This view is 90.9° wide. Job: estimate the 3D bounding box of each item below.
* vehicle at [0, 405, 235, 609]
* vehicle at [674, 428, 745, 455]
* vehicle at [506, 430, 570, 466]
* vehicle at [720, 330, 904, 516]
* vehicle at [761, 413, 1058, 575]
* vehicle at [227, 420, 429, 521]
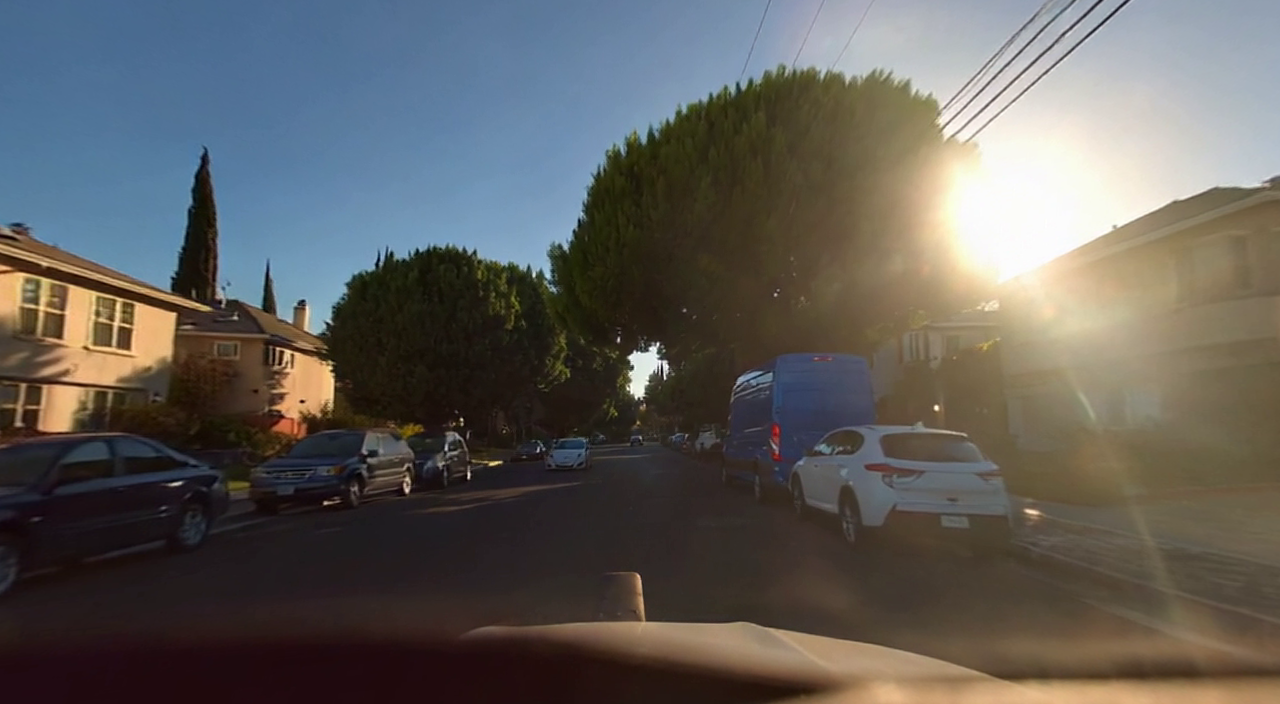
[{"bbox_3d":[-5.804,1.373,5.962,1.734,1.549,3.465,-4,-7,-1],"label":"vehicle"},{"bbox_3d":[4.647,5.970,42.116,4.317,1.453,1.889,0,-8,-28],"label":"vehicle"},{"bbox_3d":[-4.608,4.367,29.023,1.941,1.515,3.995,-1,-8,6],"label":"vehicle"},{"bbox_3d":[3.256,1.585,13.726,2.317,3.096,6.383,0,-7,1],"label":"vehicle"},{"bbox_3d":[2.949,1.619,8.150,1.955,1.500,4.410,0,-8,1],"label":"vehicle"},{"bbox_3d":[-5.716,2.133,12.137,1.834,1.532,3.628,3,-6,3],"label":"vehicle"}]
